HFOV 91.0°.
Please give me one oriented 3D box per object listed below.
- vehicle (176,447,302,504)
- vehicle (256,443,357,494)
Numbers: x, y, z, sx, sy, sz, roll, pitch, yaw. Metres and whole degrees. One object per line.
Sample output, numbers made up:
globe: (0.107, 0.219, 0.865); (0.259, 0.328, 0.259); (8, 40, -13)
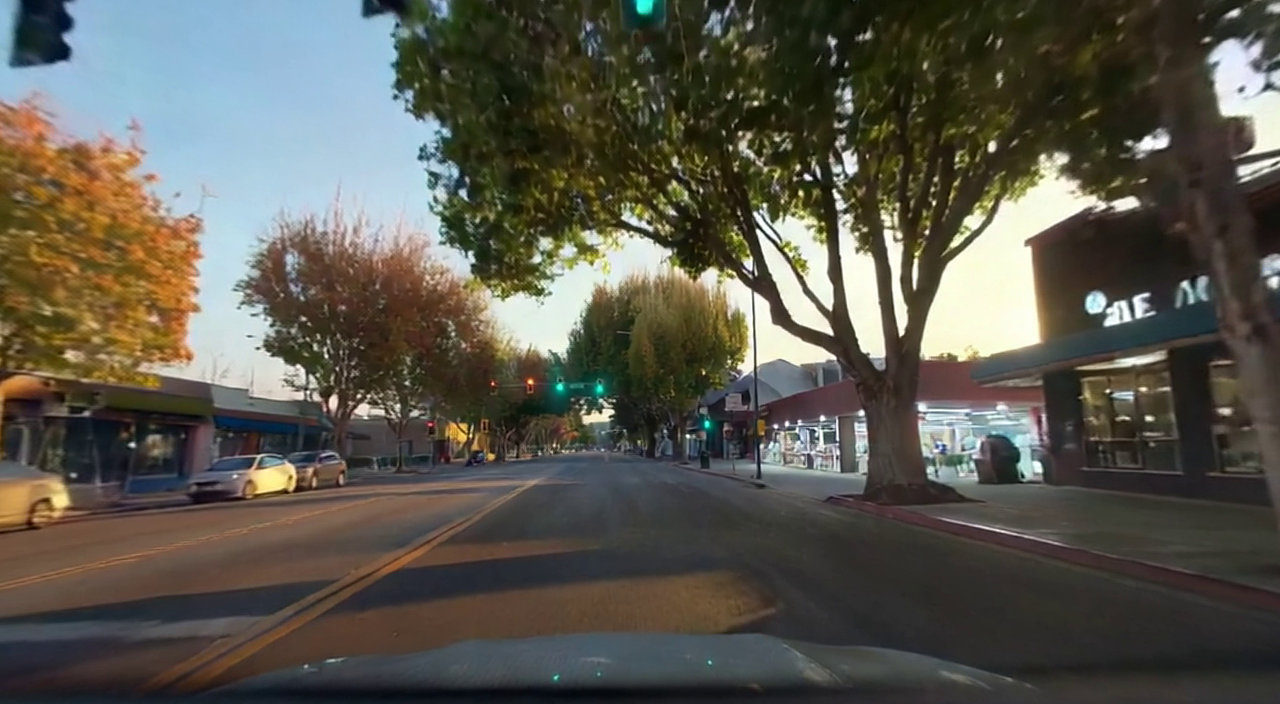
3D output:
vehicle: (-13.315, 4.067, 21.212); (1.923, 1.706, 3.802); (0, -8, -5)
vehicle: (-13.511, 4.751, 25.850); (1.944, 1.742, 4.507); (-4, -9, -4)
